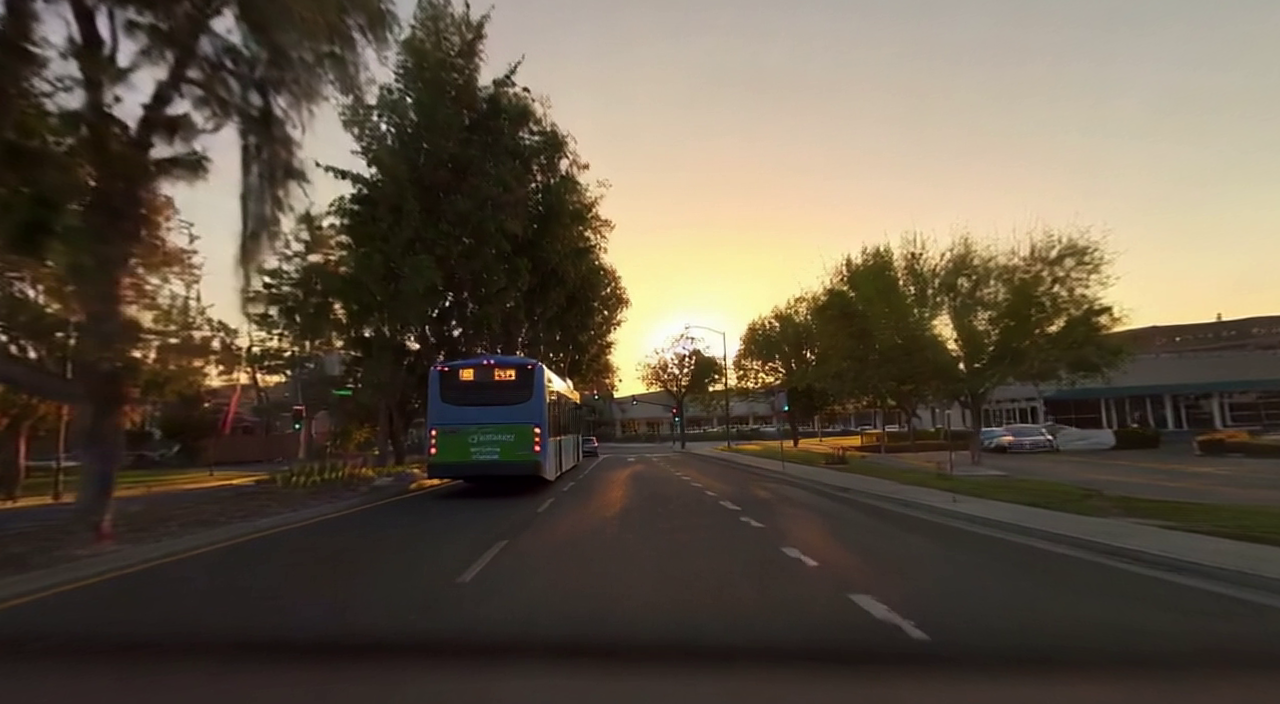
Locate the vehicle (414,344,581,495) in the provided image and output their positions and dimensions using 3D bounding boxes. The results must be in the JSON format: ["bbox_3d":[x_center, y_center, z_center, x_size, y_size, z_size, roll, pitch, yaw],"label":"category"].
[{"bbox_3d":[-3.724,2.342,19.818,3.031,3.429,11.005,0,-9,-2],"label":"vehicle"}]
